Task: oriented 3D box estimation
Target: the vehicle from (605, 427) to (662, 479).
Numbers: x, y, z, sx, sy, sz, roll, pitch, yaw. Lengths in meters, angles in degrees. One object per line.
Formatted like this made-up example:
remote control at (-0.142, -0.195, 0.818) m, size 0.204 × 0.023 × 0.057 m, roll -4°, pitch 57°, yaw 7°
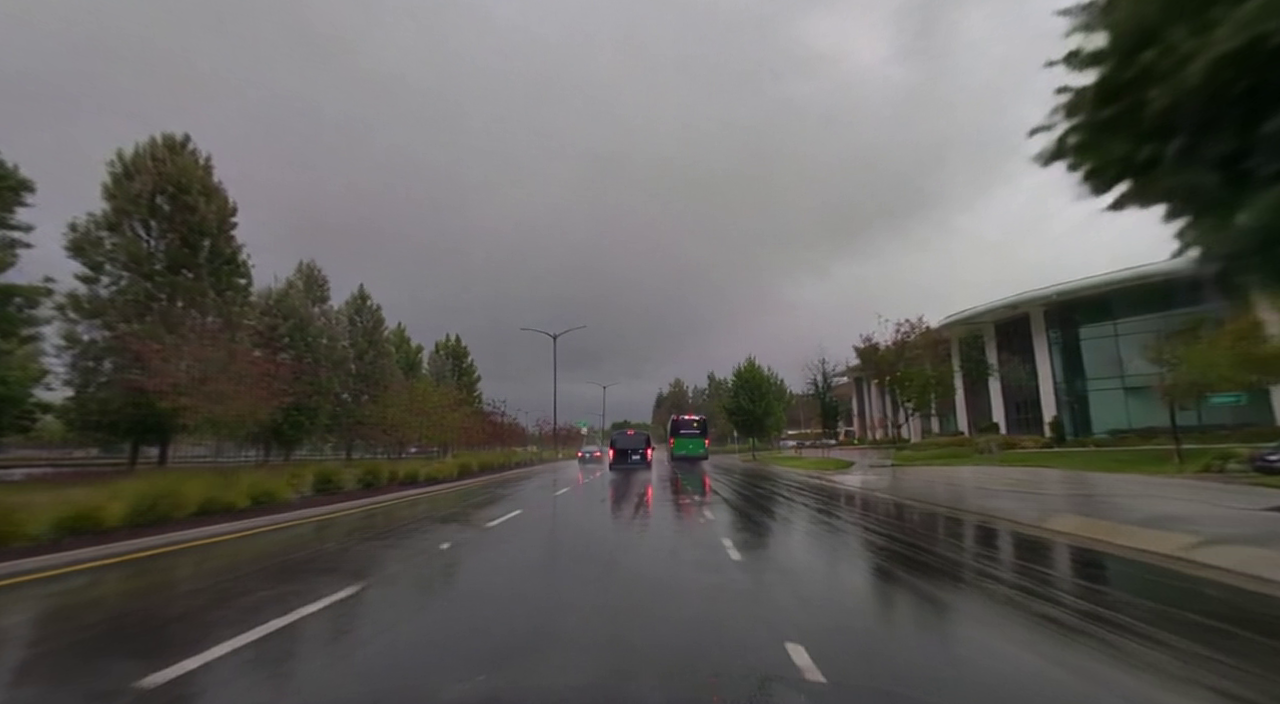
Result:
vehicle at (-0.192, 4.573, 28.770) m, size 2.336 × 2.122 × 5.207 m, roll -1°, pitch -9°, yaw 2°

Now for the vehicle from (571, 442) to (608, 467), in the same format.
vehicle at (-3.498, 7.205, 44.537) m, size 2.109 × 1.672 × 4.256 m, roll -1°, pitch -9°, yaw 2°
